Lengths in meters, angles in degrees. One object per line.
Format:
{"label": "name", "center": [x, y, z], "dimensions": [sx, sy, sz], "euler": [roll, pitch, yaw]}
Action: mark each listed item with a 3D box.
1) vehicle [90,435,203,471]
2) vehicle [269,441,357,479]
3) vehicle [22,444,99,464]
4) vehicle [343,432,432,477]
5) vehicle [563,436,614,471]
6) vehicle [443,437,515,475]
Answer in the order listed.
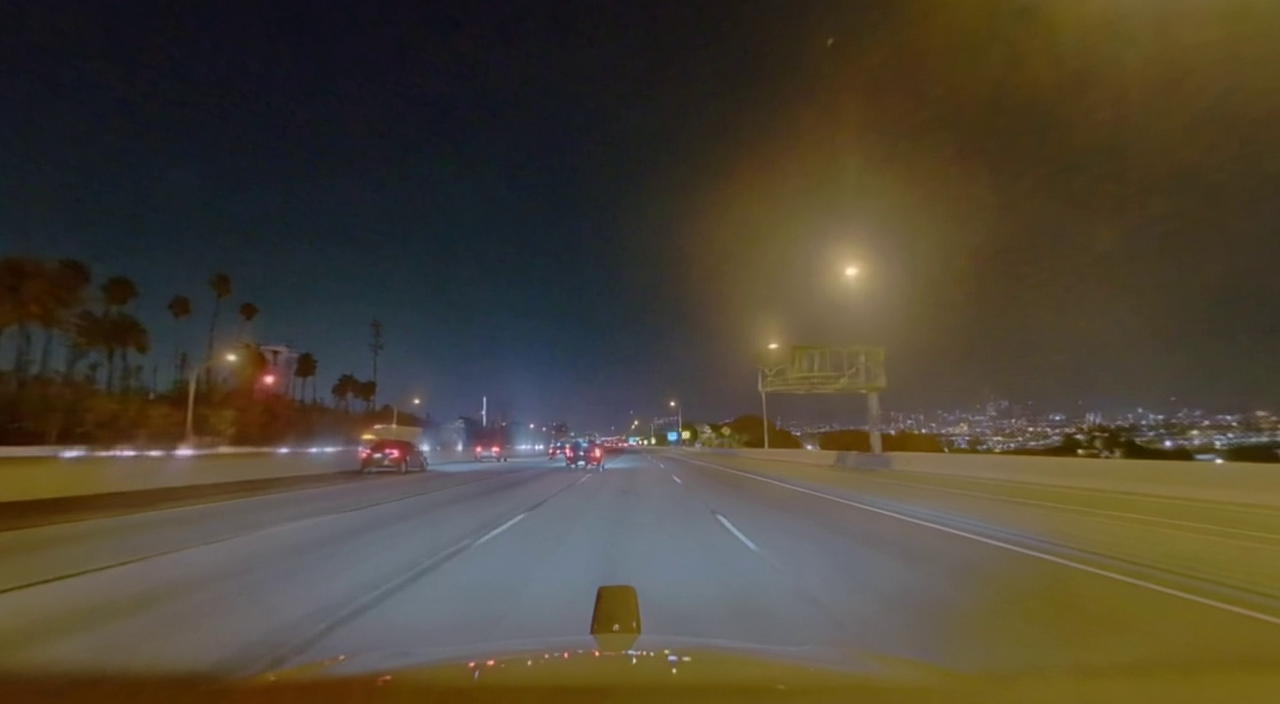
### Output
{"label": "vehicle", "center": [-21.620, 4.431, 27.918], "dimensions": [1.852, 1.445, 3.833], "euler": [0, -8, 0]}
{"label": "vehicle", "center": [-15.436, 5.080, 30.122], "dimensions": [1.836, 1.662, 4.317], "euler": [0, -8, 1]}
{"label": "vehicle", "center": [-45.558, 7.990, 49.753], "dimensions": [1.757, 1.469, 4.465], "euler": [0, -8, 1]}
{"label": "vehicle", "center": [-11.454, 4.673, 29.054], "dimensions": [1.986, 1.875, 4.902], "euler": [0, -8, 1]}
{"label": "vehicle", "center": [-2.495, 5.088, 31.874], "dimensions": [2.201, 1.672, 4.128], "euler": [0, -8, 0]}
{"label": "vehicle", "center": [-7.544, 4.913, 30.121], "dimensions": [2.204, 1.677, 4.438], "euler": [0, -8, 1]}
